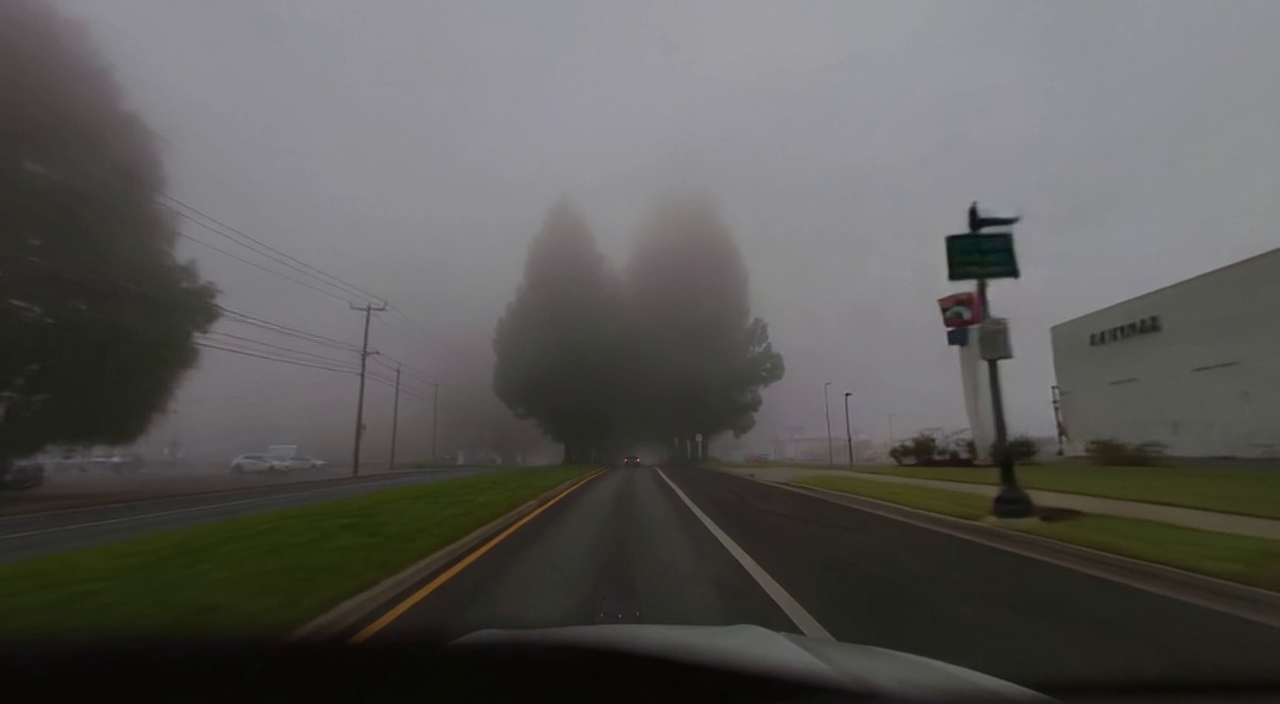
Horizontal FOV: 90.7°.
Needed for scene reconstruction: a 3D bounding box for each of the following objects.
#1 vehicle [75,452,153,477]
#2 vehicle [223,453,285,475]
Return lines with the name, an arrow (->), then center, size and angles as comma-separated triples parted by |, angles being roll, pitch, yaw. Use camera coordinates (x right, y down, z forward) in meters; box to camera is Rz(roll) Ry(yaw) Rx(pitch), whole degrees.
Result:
vehicle -> -37.792, 8.056, 45.615 | 1.903, 1.674, 4.493 | 1, -9, -3
vehicle -> -28.015, 8.130, 46.109 | 1.808, 1.441, 4.386 | 0, -9, -1
